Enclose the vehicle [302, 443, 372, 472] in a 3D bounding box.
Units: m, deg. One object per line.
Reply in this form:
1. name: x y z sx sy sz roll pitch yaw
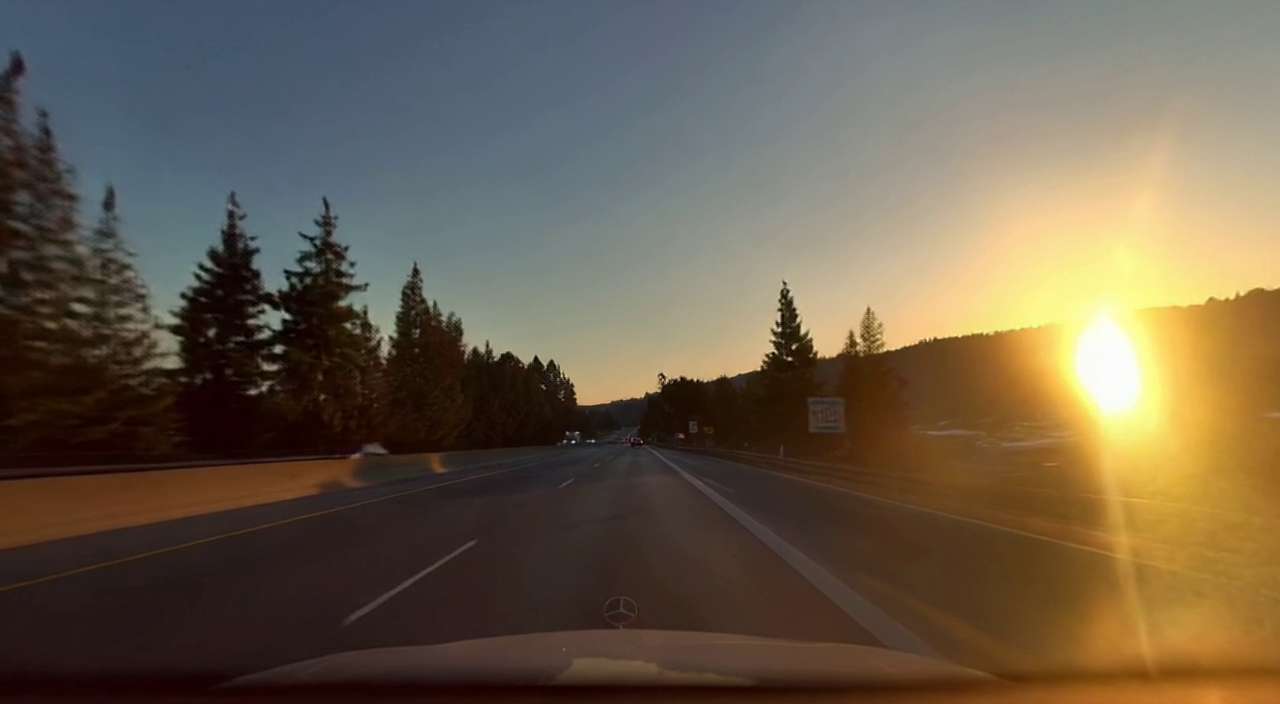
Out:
1. vehicle: -16.452 5.724 34.410 1.829 1.464 3.999 0 -8 0
